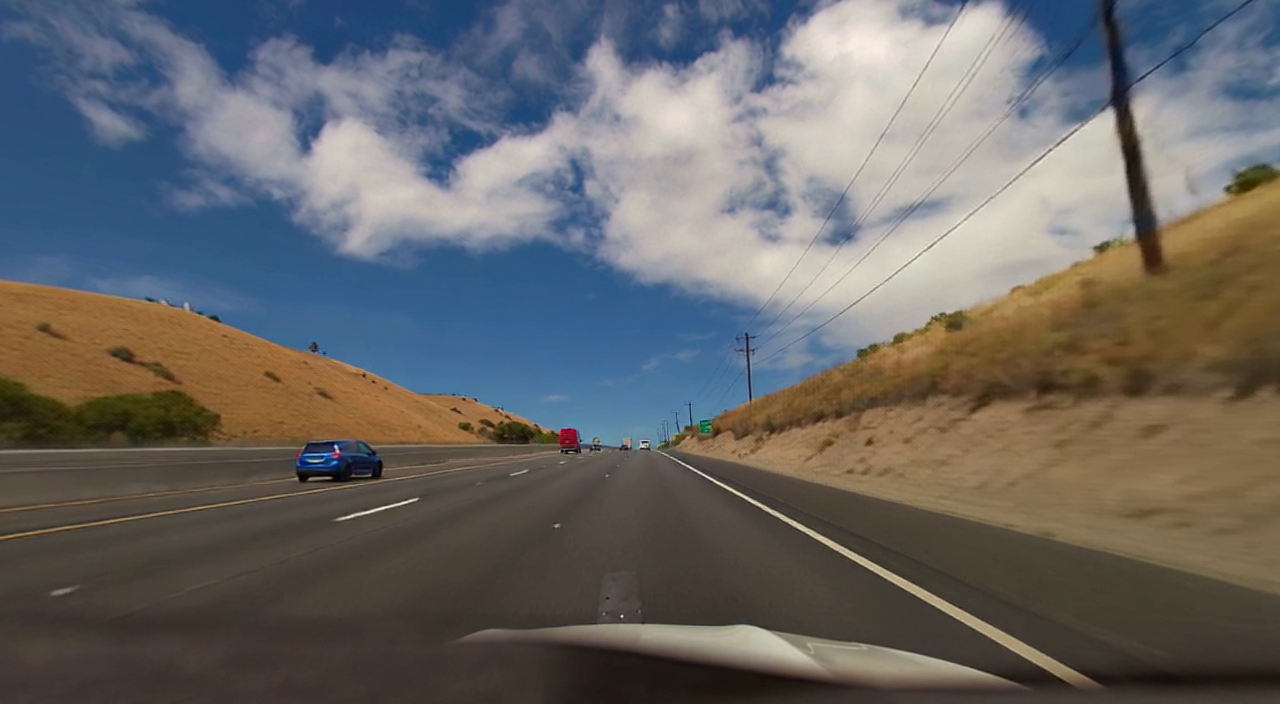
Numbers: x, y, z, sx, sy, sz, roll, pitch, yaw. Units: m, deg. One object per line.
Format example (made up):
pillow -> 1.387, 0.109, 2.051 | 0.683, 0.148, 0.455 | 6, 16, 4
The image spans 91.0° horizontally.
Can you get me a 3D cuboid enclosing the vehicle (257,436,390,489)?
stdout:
vehicle -> -10.420, 3.652, 21.245 | 1.971, 1.558, 4.847 | 0, -8, 0
